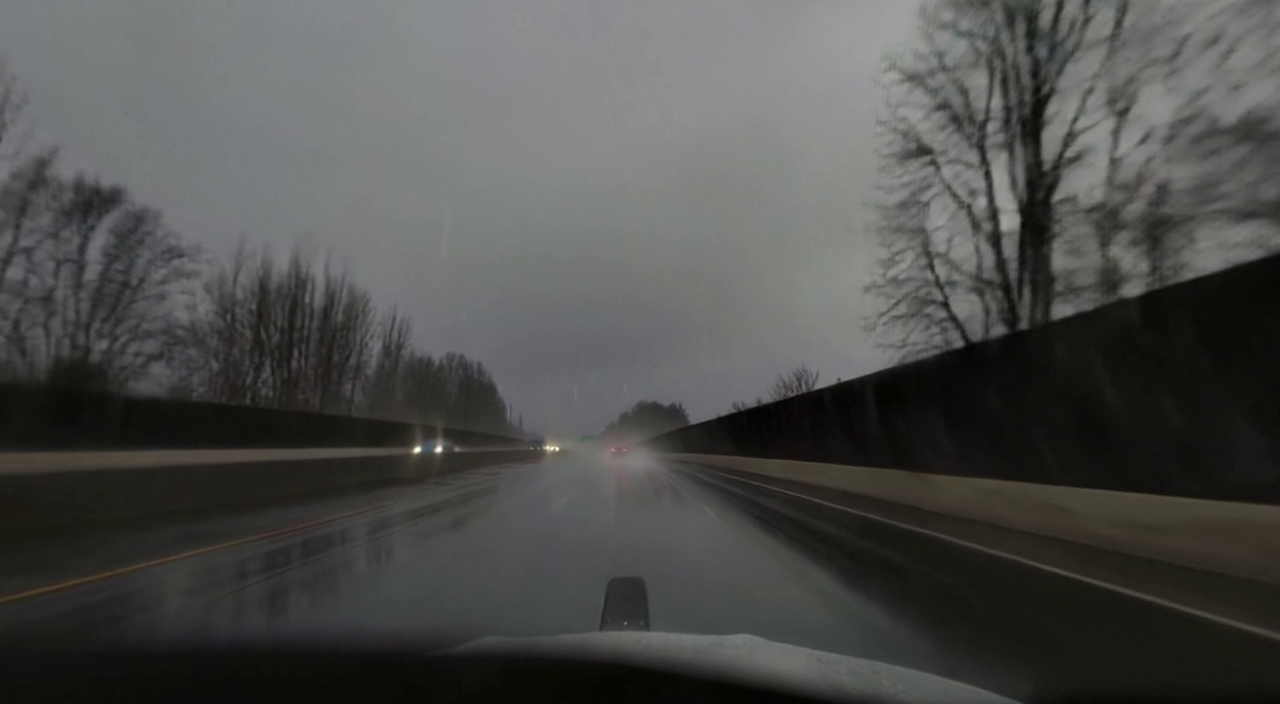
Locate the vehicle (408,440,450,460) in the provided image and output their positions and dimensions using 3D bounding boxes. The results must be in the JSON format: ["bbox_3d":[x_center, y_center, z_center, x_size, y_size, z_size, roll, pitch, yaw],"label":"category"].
[{"bbox_3d":[-16.523,7.725,49.393,1.815,1.497,4.437,0,-9,-1],"label":"vehicle"}]
